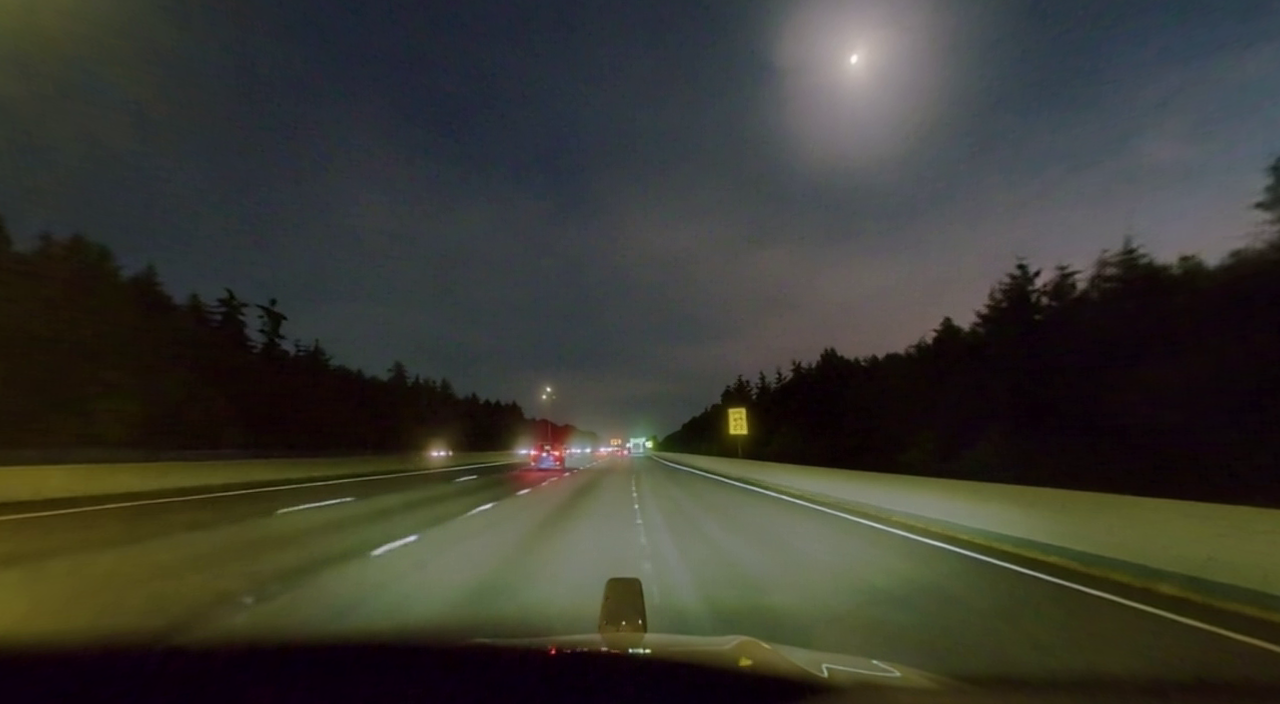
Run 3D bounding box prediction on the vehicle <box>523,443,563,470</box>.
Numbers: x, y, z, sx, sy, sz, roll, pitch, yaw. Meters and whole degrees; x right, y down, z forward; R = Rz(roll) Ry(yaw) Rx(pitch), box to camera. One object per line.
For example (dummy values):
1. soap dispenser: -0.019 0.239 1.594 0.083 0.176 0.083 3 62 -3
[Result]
1. vehicle: -6.082 6.617 40.055 1.875 1.587 4.687 0 -9 -1
